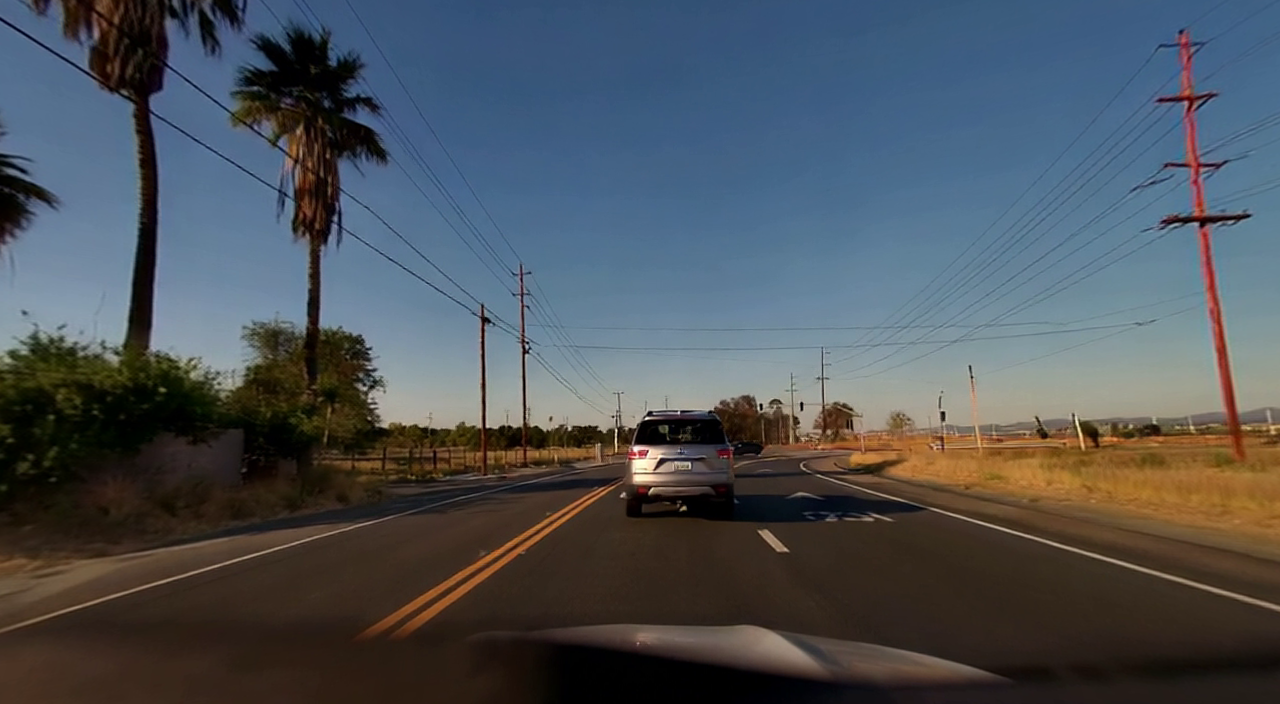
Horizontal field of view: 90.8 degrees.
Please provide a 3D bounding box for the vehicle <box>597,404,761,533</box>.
[{"bbox_3d":[0.605,2.027,11.499,2.364,1.859,4.538,0,-9,1],"label":"vehicle"}]
